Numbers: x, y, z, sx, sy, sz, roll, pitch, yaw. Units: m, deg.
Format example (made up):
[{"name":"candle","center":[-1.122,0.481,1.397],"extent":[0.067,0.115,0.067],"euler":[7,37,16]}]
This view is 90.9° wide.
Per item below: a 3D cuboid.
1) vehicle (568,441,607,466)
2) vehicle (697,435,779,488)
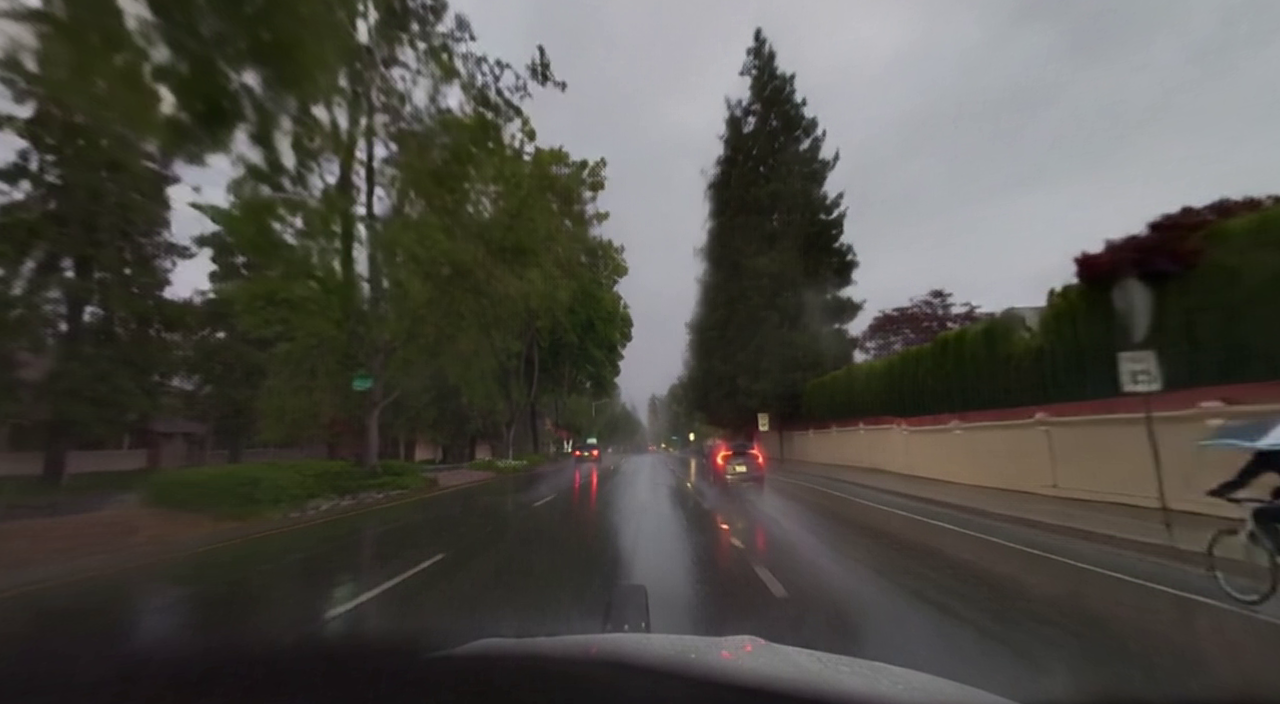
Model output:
[{"name":"vehicle","center":[-3.274,6.494,40.288],"extent":[2.011,1.480,4.517],"euler":[0,-9,1]},{"name":"vehicle","center":[3.037,3.516,20.524],"extent":[1.992,1.511,4.464],"euler":[0,-9,0]}]
